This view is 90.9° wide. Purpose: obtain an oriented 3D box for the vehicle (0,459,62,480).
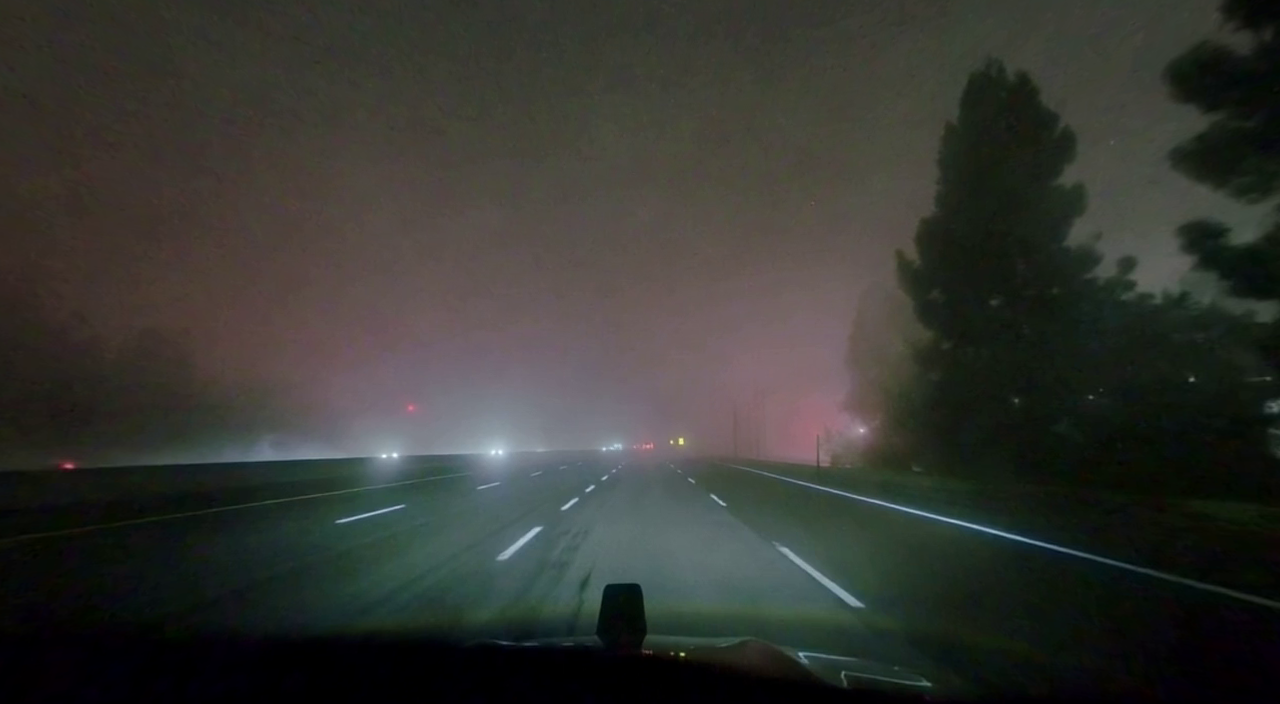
[{"bbox_3d":[-47.982,9.080,48.935,1.811,1.469,4.520,0,-9,1],"label":"vehicle"}]
